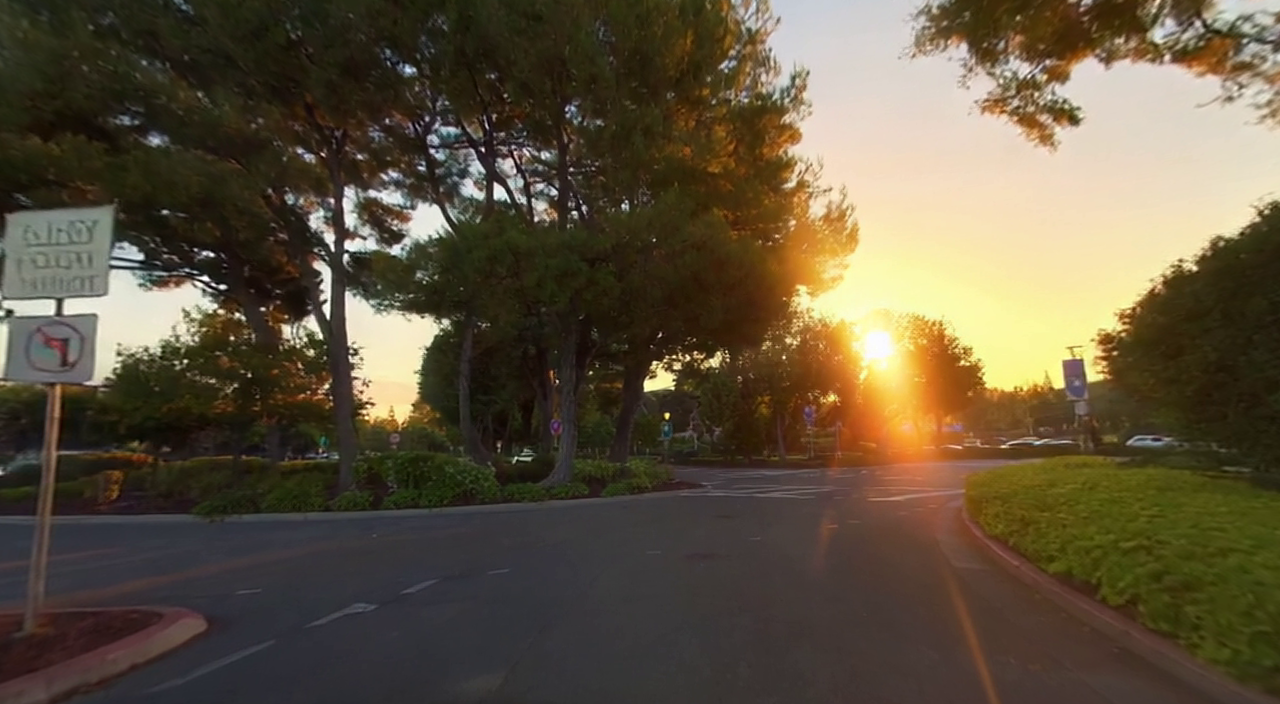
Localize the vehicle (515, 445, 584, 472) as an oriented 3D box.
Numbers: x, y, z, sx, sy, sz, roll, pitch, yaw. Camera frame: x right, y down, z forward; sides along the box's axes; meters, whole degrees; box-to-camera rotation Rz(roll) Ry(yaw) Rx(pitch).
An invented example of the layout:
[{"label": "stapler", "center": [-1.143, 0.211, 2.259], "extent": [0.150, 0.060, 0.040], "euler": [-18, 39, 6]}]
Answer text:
[{"label": "vehicle", "center": [-5.999, 6.983, 41.503], "extent": [4.490, 1.672, 2.019], "euler": [-8, -11, 41]}]

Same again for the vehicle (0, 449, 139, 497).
[{"label": "vehicle", "center": [-21.795, 4.476, 23.798], "extent": [2.088, 1.581, 4.345], "euler": [-1, -8, 4]}]
